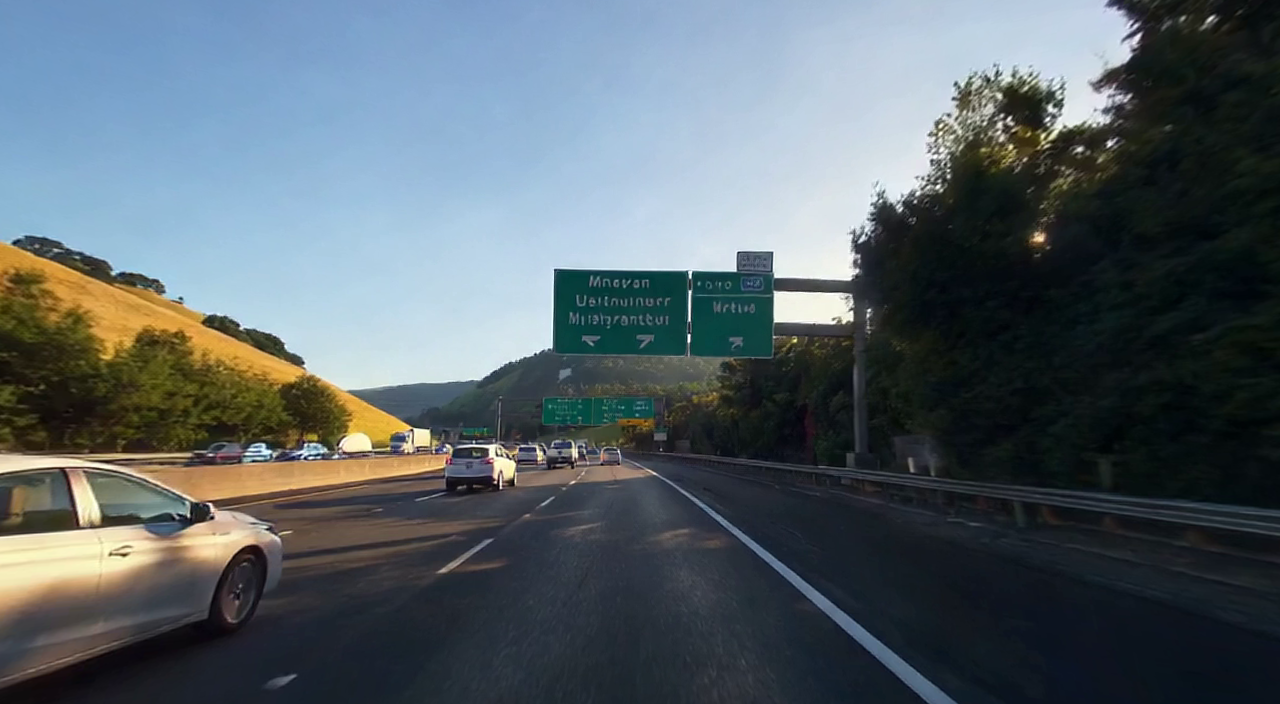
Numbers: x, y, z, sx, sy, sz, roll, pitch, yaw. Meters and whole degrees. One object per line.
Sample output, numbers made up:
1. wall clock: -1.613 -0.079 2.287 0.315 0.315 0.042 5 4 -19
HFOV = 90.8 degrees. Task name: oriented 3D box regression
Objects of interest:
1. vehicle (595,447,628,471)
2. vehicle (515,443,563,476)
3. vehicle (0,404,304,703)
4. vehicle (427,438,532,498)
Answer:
1. vehicle: -1.896 6.895 40.910 1.988 1.440 4.201 0 -9 -4
2. vehicle: -5.406 5.798 34.270 2.118 1.624 4.032 0 -9 -2
3. vehicle: -3.815 1.067 3.322 1.892 1.492 3.940 0 -9 0
4. vehicle: -4.826 3.552 19.638 2.208 1.619 4.162 0 -9 -1
